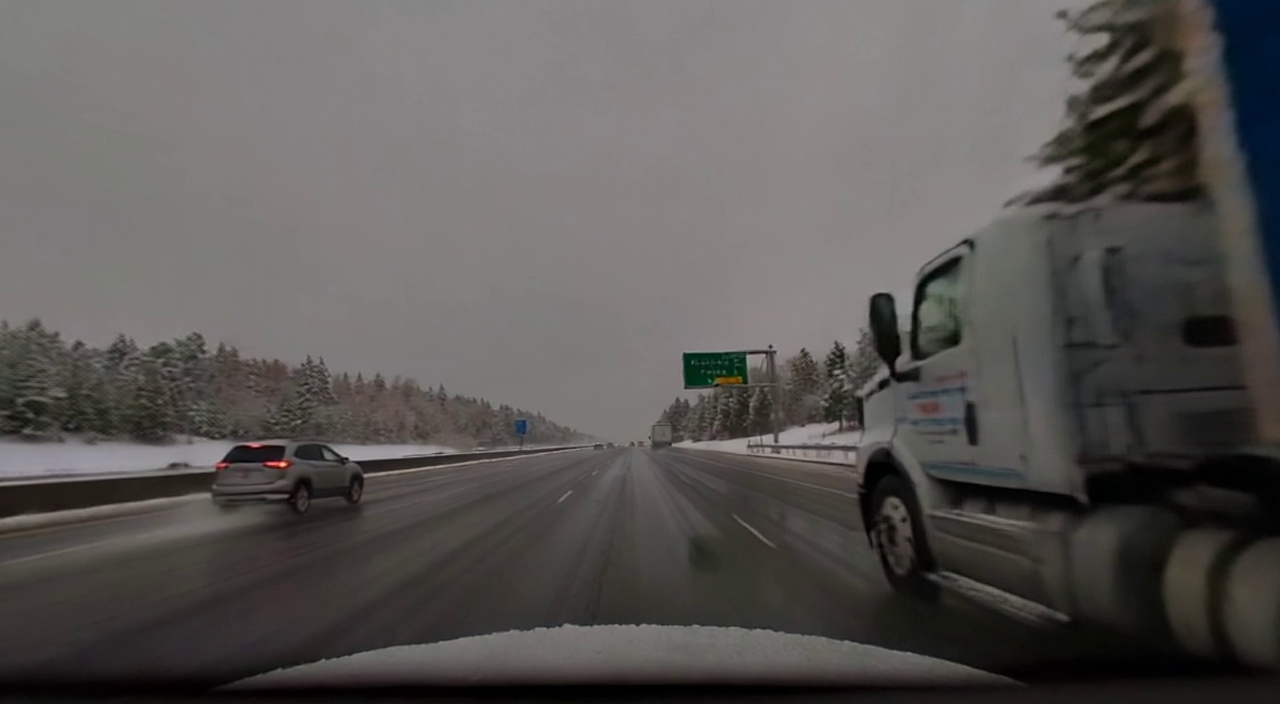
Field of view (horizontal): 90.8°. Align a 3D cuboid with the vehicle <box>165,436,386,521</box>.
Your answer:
[{"bbox_3d":[-7.384,2.584,13.493,2.033,1.494,4.508,0,-9,0],"label":"vehicle"}]

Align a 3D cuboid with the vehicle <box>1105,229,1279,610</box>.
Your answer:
[{"bbox_3d":[6.153,0.225,2.944,2.530,2.821,6.720,0,-9,-3],"label":"vehicle"}]
